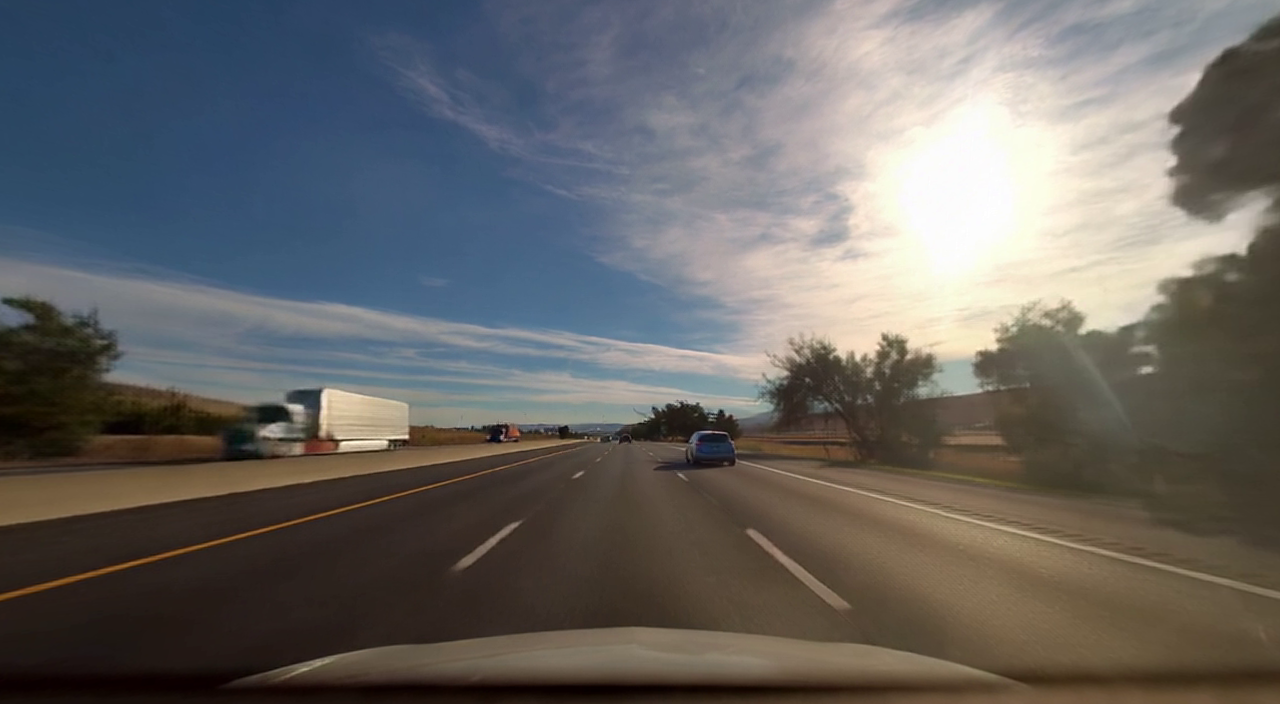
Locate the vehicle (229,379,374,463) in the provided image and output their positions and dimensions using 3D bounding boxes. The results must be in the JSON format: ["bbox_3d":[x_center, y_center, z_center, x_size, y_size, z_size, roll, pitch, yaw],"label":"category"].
[{"bbox_3d":[-19.686,4.317,37.752,3.146,4.298,10.599,0,-8,-3],"label":"vehicle"}]

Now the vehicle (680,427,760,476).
[{"bbox_3d":[2.925,3.754,24.007,2.349,1.651,4.161,0,-8,-2],"label":"vehicle"}]
